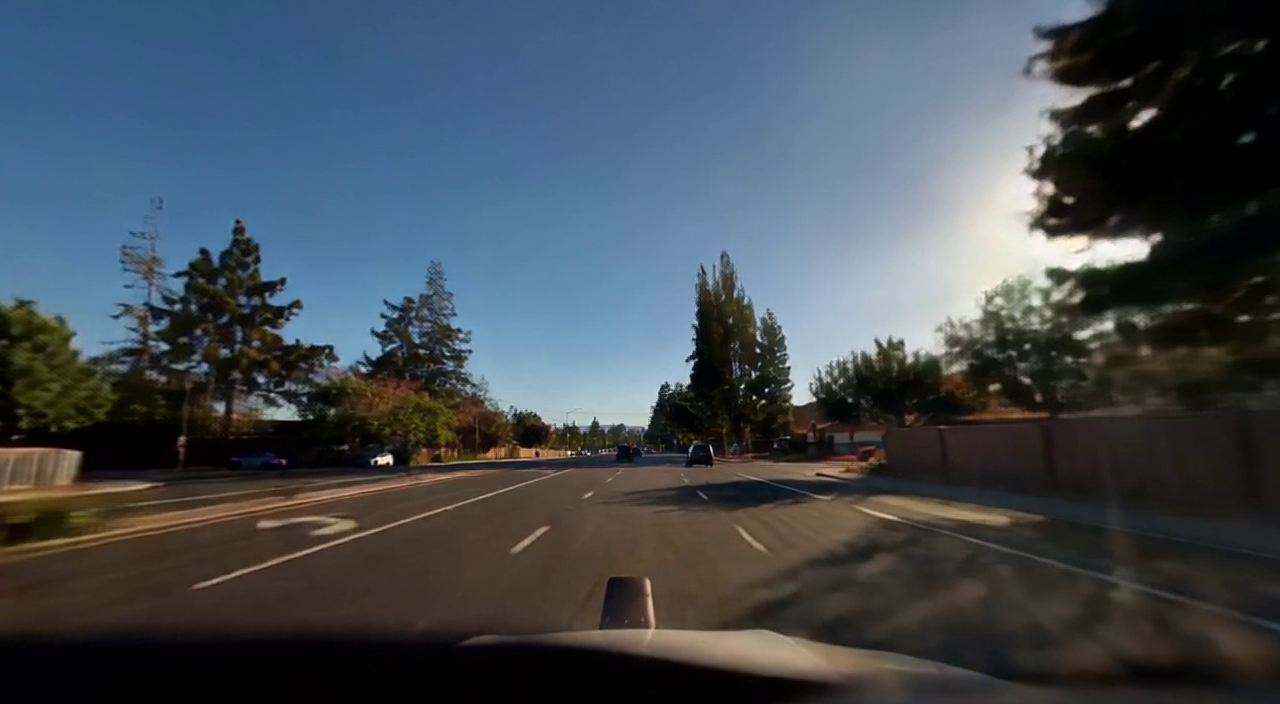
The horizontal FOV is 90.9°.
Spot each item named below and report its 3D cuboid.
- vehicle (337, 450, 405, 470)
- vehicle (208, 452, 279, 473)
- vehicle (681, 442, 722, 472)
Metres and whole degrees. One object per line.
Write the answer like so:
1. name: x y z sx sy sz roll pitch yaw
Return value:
1. vehicle: -20.584 8.284 48.325 4.351 1.489 1.890 0 -8 0
2. vehicle: -28.922 8.029 45.952 4.317 1.476 1.910 -2 -9 17
3. vehicle: 3.861 6.668 40.351 2.114 1.780 4.445 0 -8 0
